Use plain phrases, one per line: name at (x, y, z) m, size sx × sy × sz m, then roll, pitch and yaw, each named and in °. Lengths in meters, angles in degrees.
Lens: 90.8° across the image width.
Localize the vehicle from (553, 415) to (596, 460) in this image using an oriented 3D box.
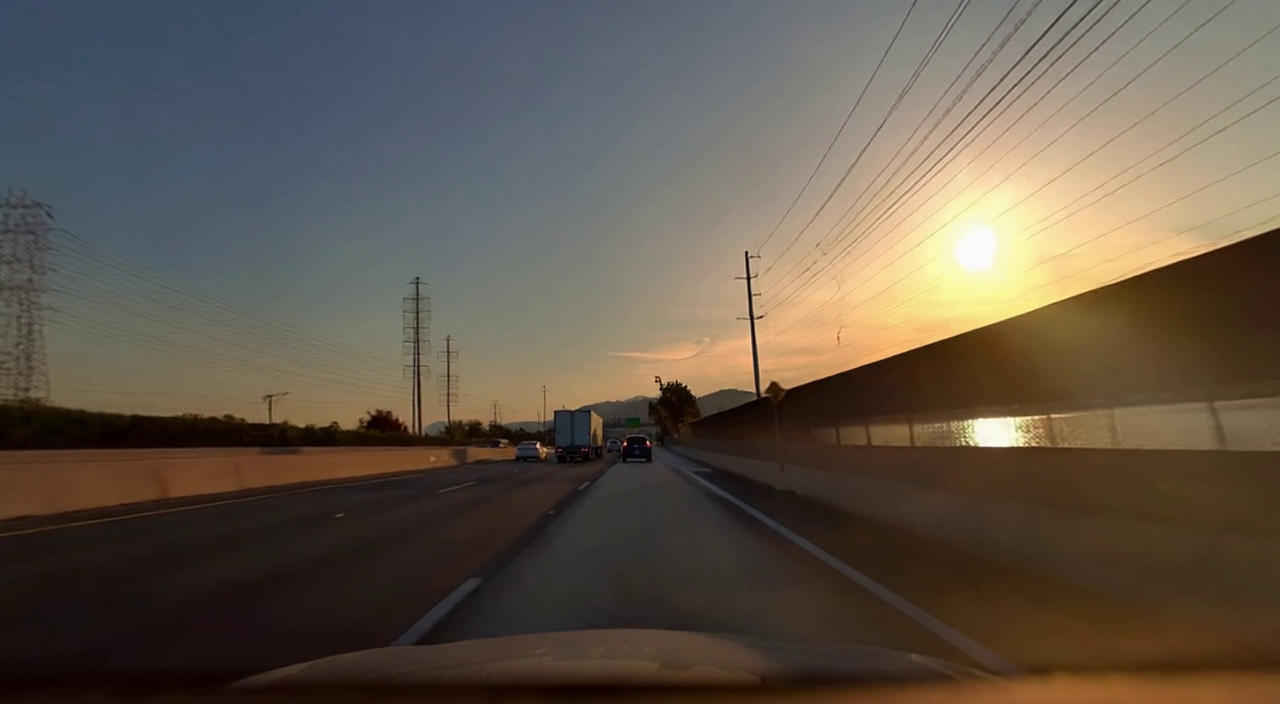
vehicle at (-3.772, 4.973, 36.687) m, size 2.178 × 2.522 × 2.054 m, roll 0°, pitch -8°, yaw 1°

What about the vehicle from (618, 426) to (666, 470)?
vehicle at (0.108, 5.077, 33.513) m, size 2.358 × 2.144 × 4.713 m, roll 0°, pitch -8°, yaw 0°

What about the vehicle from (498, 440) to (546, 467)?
vehicle at (-7.131, 6.187, 38.735) m, size 2.004 × 1.545 × 4.513 m, roll 0°, pitch -8°, yaw 1°
